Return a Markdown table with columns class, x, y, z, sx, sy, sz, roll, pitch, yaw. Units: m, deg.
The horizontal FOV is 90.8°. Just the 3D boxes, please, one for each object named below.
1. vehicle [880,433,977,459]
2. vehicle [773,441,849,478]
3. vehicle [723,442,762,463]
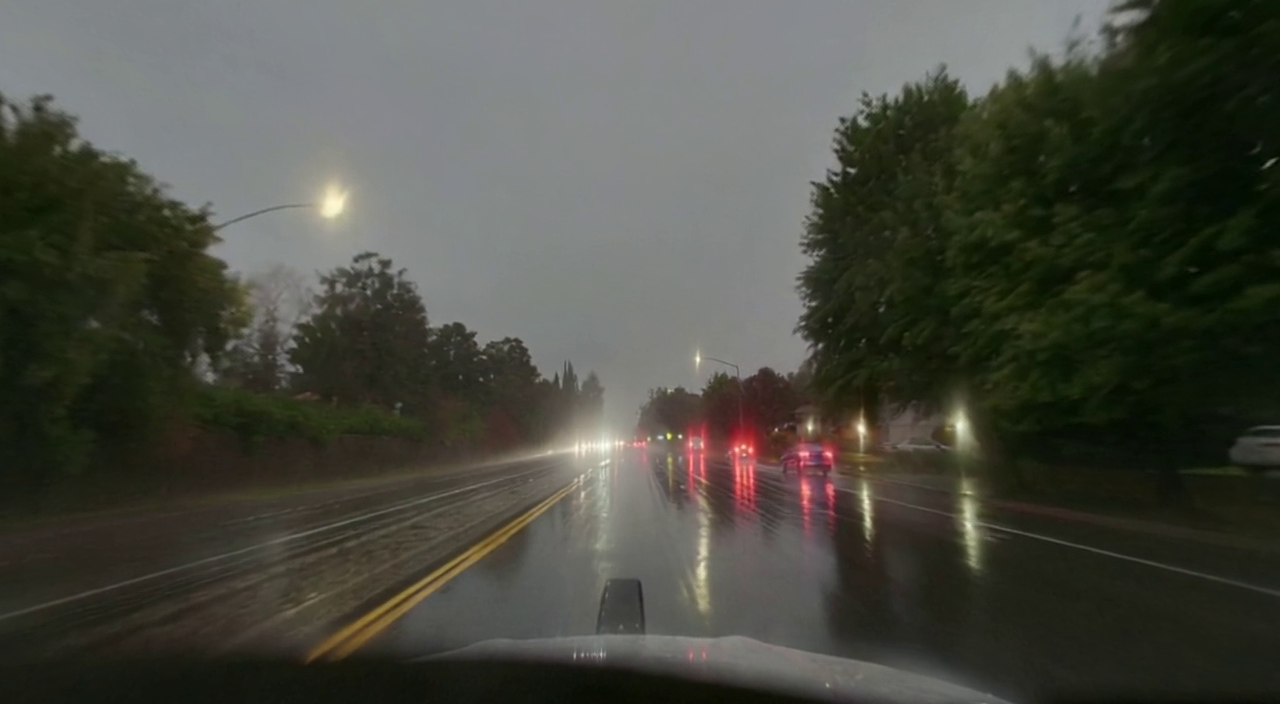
| class | x | y | z | sx | sy | sz | roll | pitch | yaw |
| --- | --- | --- | --- | --- | --- | --- | --- | --- | --- |
| vehicle | 17.637 | 5.772 | 38.815 | 4.793 | 1.537 | 2.353 | 1 | -8 | -5 |
| vehicle | 7.265 | 4.597 | 27.329 | 2.010 | 1.469 | 4.548 | 0 | -8 | 0 |
| vehicle | 7.367 | 7.240 | 45.756 | 1.967 | 1.449 | 4.645 | 0 | -8 | -1 |
